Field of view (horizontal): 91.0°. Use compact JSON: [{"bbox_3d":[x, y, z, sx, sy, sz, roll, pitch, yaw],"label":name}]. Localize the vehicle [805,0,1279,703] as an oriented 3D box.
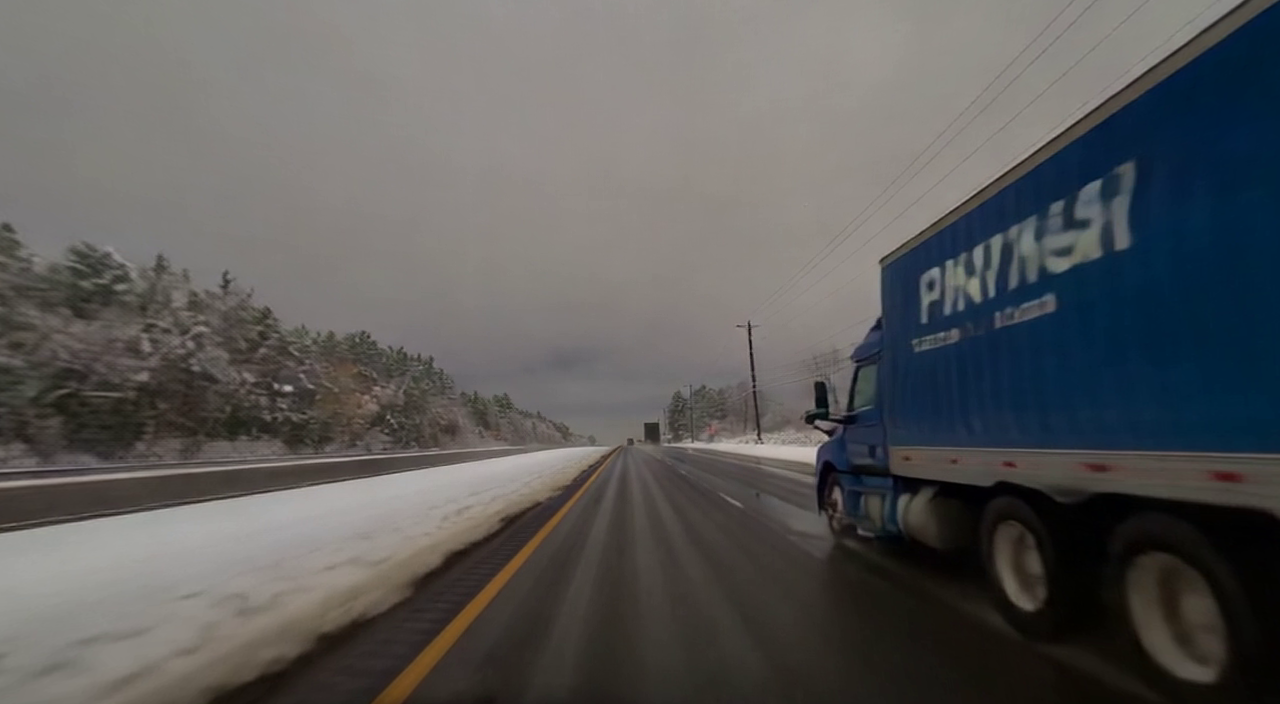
[{"bbox_3d":[4.135,0.149,4.747,3.037,3.672,9.136,0,-8,-2],"label":"vehicle"}]
